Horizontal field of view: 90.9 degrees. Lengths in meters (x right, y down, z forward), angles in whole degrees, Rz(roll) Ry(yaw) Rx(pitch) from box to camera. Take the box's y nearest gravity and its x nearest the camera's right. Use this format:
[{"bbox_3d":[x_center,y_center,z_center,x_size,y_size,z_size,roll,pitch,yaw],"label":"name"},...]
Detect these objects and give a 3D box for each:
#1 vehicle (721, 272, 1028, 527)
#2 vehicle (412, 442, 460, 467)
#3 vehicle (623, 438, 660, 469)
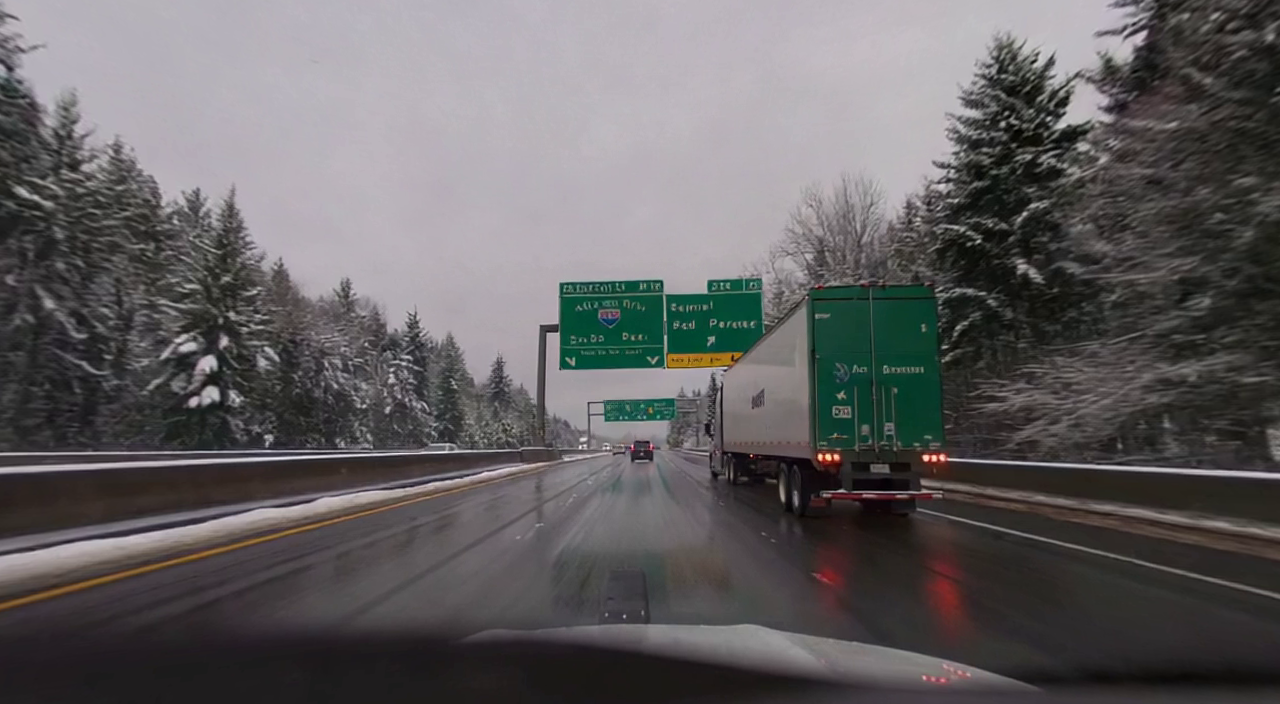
[{"bbox_3d":[4.512,1.747,16.818,3.011,4.028,13.890,0,-9,1],"label":"vehicle"},{"bbox_3d":[-14.961,7.538,46.401,1.894,1.765,4.604,0,-9,1],"label":"vehicle"},{"bbox_3d":[0.073,6.036,37.555,2.067,1.690,3.901,0,-9,0],"label":"vehicle"}]
